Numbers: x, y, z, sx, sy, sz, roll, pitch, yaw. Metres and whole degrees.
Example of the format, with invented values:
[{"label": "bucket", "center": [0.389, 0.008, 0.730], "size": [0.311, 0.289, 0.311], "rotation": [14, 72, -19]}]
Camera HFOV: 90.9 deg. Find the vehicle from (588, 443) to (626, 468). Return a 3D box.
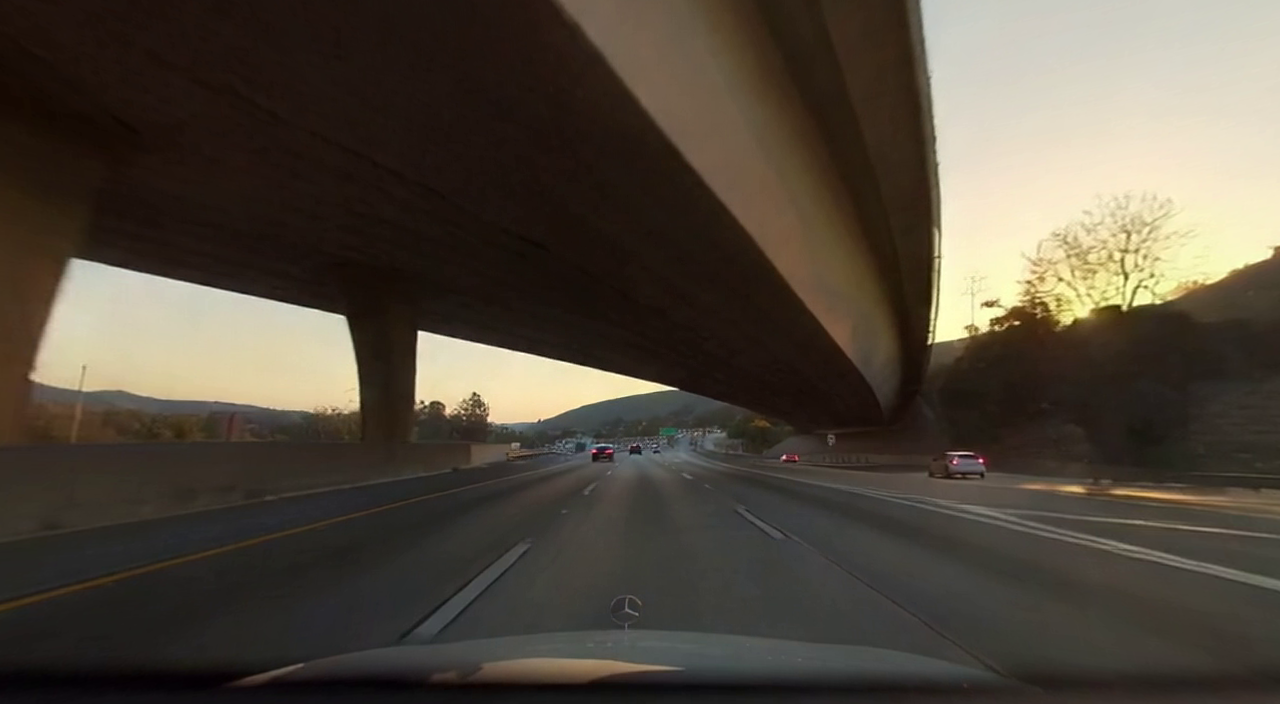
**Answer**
[{"label": "vehicle", "center": [-2.073, 6.636, 40.668], "size": [1.968, 1.504, 3.892], "rotation": [-1, -8, 4]}]
